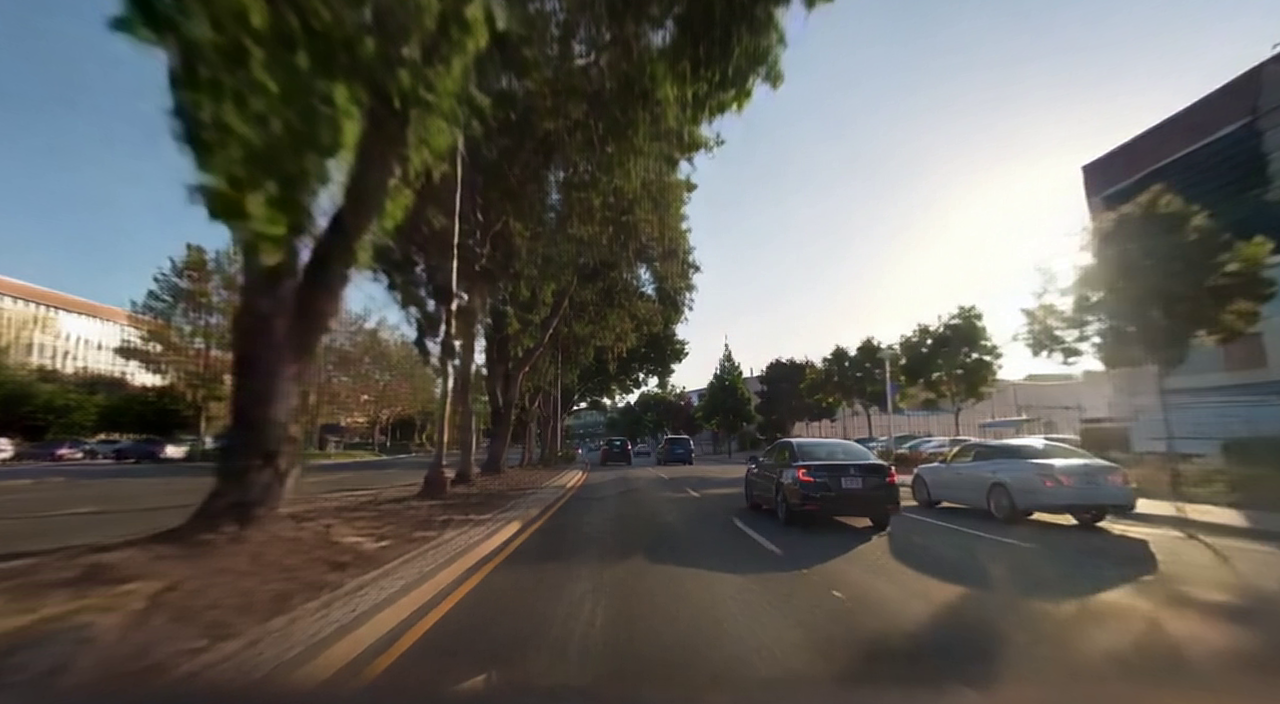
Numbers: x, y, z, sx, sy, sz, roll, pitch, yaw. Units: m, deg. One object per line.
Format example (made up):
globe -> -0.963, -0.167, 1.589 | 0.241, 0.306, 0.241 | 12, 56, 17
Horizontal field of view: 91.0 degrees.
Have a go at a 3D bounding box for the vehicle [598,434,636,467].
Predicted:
vehicle -> -1.411, 5.812, 37.308 | 2.051, 1.798, 4.168 | 1, -8, -4

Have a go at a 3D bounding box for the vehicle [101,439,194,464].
vehicle -> -30.819, 6.204, 39.489 | 4.040, 1.501, 2.088 | 1, -8, -4

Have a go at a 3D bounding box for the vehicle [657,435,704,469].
vehicle -> 2.172, 5.523, 35.053 | 2.000, 1.745, 4.206 | 1, -8, -5

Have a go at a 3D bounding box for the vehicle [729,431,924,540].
vehicle -> 2.851, 2.131, 10.751 | 1.883, 1.452, 4.258 | 0, -8, -2

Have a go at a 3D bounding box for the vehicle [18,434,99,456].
vehicle -> -44.805, 7.191, 48.541 | 4.087, 1.669, 1.869 | 1, -8, -8

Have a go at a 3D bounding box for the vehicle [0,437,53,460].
vehicle -> -44.087, 6.709, 43.840 | 4.194, 1.492, 2.033 | 0, -8, -3

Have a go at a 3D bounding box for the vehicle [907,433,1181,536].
vehicle -> 6.758, 2.220, 11.248 | 1.917, 1.457, 4.274 | 0, -8, -2
